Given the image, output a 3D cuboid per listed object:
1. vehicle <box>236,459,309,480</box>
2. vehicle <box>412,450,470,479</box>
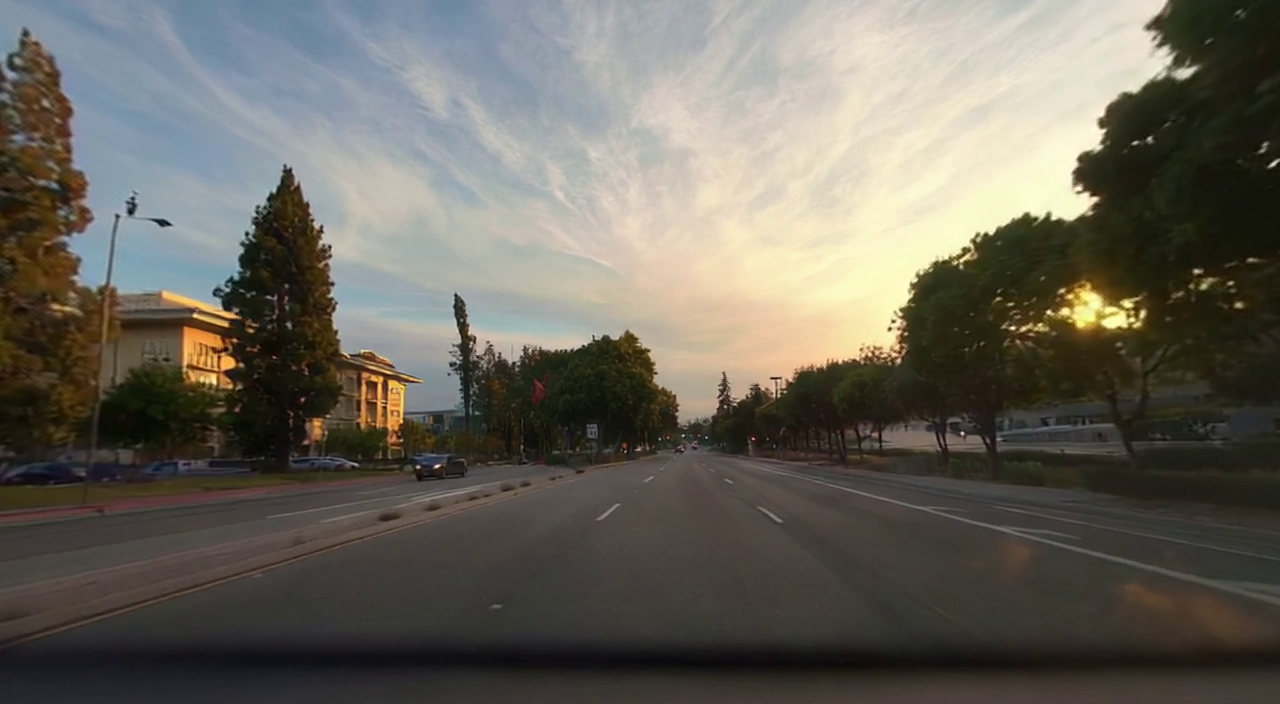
[{"bbox_3d":[-27.733,8.852,47.672,4.380,1.461,1.754,-1,-8,3],"label":"vehicle"},{"bbox_3d":[-12.912,7.316,41.228,1.915,1.721,4.402,-1,-8,7],"label":"vehicle"}]
